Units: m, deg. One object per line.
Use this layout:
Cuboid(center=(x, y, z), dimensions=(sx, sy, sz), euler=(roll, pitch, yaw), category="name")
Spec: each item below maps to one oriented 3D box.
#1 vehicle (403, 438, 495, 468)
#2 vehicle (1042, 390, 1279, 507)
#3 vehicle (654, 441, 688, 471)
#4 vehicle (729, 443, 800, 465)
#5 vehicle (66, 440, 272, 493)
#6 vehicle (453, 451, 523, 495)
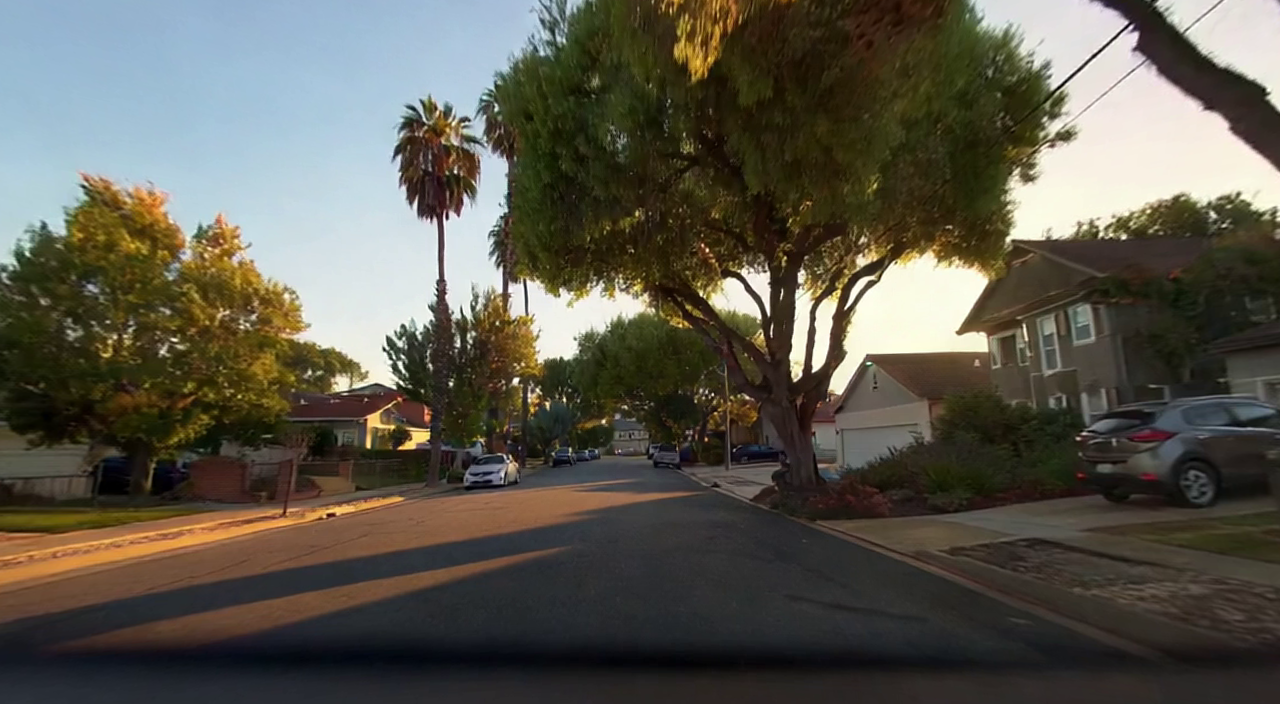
Cuboid(center=(-12.541, 6.680, 41.847), dimensions=(5.340, 1.948, 2.398), euler=(0, -9, -2), category="vehicle")
Cuboid(center=(9.681, 1.613, 10.614), dimensions=(4.389, 1.754, 2.040), euler=(0, -9, 1), category="vehicle")
Cuboid(center=(2.188, 7.557, 46.202), dimensions=(2.184, 2.038, 6.212), euler=(0, -9, 0), category="vehicle")
Cuboid(center=(8.854, 7.293, 45.199), dimensions=(4.643, 1.520, 1.826), euler=(0, -9, 1), category="vehicle")
Cuboid(center=(-13.351, 3.266, 18.163), dimensions=(4.283, 1.400, 1.926), euler=(0, -9, -3), category="vehicle")
Cuboid(center=(-6.094, 4.895, 25.937), dimensions=(1.949, 1.511, 4.466), euler=(0, -8, -2), category="vehicle")
